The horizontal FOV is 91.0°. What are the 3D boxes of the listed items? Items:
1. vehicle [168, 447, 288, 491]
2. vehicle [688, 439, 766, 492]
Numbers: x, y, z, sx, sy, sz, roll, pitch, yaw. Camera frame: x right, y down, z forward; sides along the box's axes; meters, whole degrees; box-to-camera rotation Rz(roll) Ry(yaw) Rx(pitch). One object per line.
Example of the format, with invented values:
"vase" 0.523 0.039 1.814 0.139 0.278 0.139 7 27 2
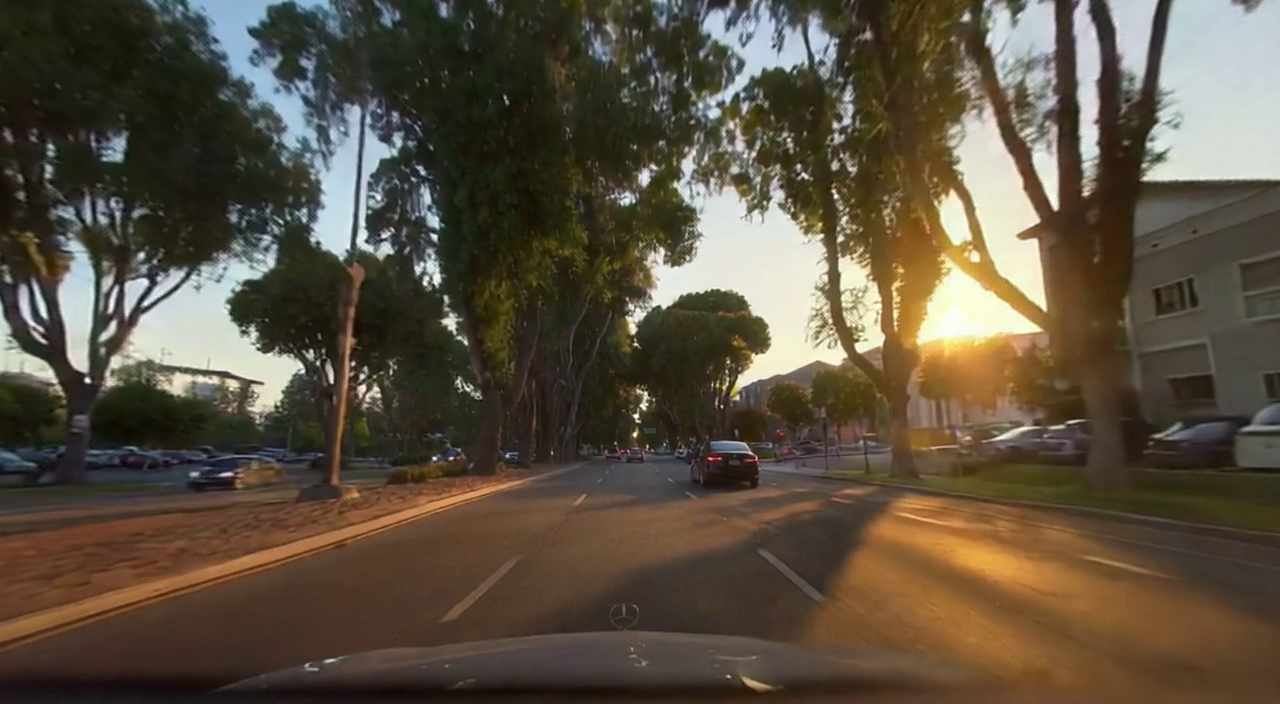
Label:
"vehicle" -17.606 4.998 27.237 2.097 1.691 4.569 0 -9 0
"vehicle" 2.909 3.923 22.048 2.022 1.656 4.025 0 -9 -2
